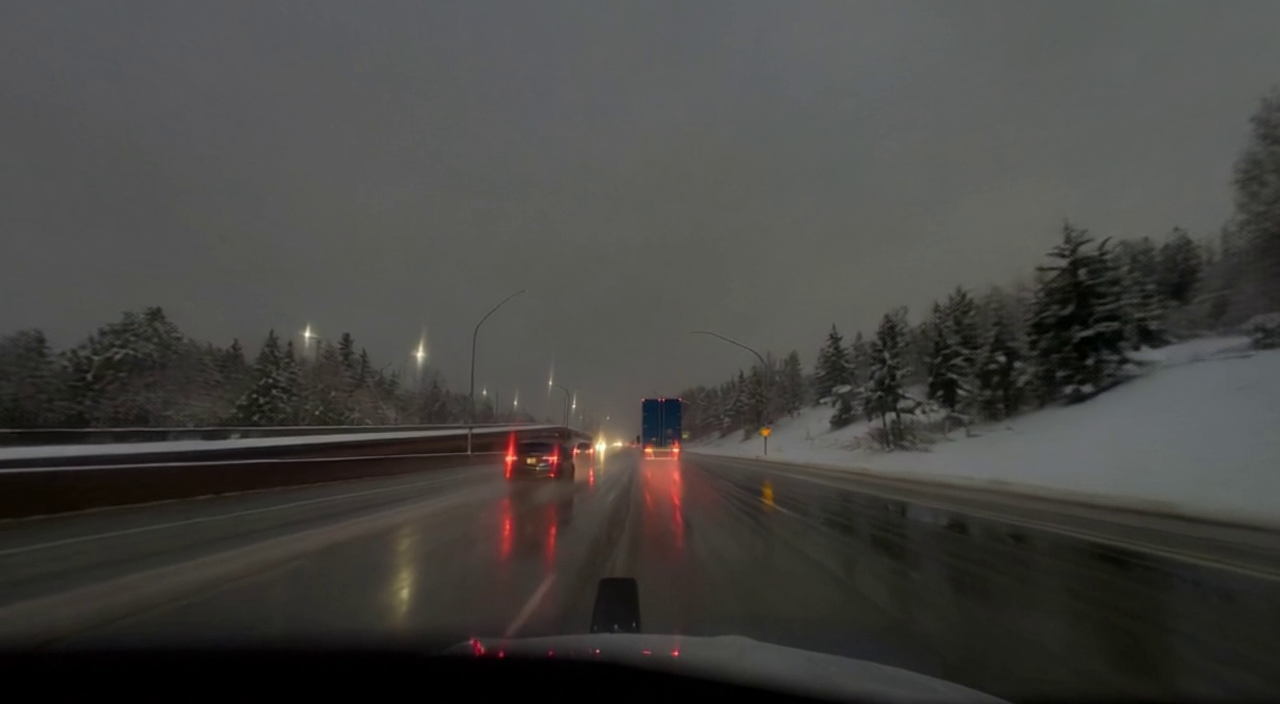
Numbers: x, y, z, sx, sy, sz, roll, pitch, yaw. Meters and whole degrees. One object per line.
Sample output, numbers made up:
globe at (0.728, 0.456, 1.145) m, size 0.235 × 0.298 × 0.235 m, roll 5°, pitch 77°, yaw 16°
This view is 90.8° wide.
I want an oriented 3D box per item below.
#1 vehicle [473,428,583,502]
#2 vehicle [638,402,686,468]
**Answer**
vehicle at (-2.807, 2.967, 16.974) m, size 2.077 × 1.716 × 4.514 m, roll 0°, pitch -9°, yaw 1°
vehicle at (1.462, 5.896, 44.385) m, size 2.964 × 4.063 × 10.072 m, roll 0°, pitch -9°, yaw 1°
